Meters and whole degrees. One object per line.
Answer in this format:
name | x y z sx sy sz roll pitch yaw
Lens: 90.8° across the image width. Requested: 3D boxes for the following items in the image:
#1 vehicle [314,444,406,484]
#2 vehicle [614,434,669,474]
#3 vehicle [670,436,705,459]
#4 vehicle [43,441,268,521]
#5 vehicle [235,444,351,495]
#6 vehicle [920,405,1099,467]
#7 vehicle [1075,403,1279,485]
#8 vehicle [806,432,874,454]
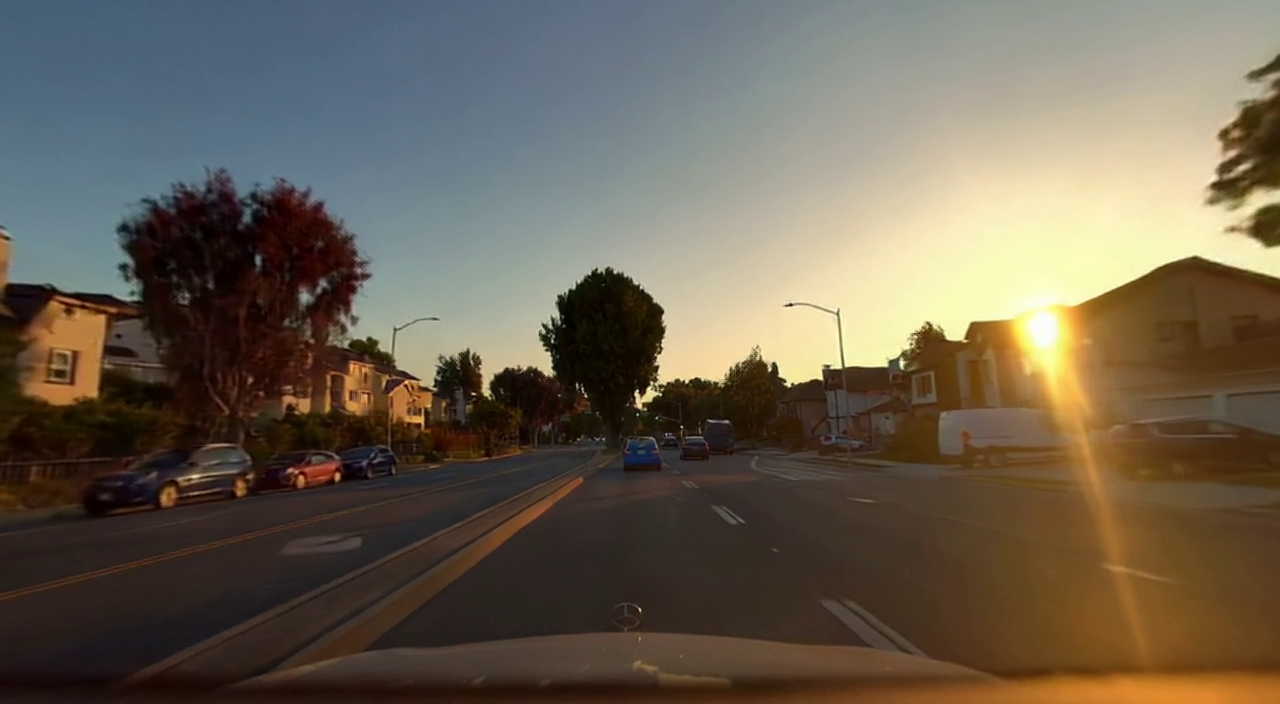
vehicle | -14.275 5.705 32.643 2.078 1.833 5.666 -1 -8 1
vehicle | 0.027 4.223 26.311 2.093 1.497 4.010 0 -8 -1
vehicle | 3.387 6.862 45.583 2.161 1.519 4.568 -1 -8 0
vehicle | -14.474 3.809 19.593 2.351 2.008 5.971 -1 -8 -1
vehicle | -14.489 4.878 26.790 2.140 1.899 4.900 -1 -8 0
vehicle | 14.742 3.392 25.471 5.696 2.299 2.292 0 -8 -2
vehicle | 15.083 2.519 17.461 4.481 1.988 2.065 -2 -8 -1
vehicle | 15.184 6.904 48.139 4.456 1.520 1.911 -1 -8 -2
